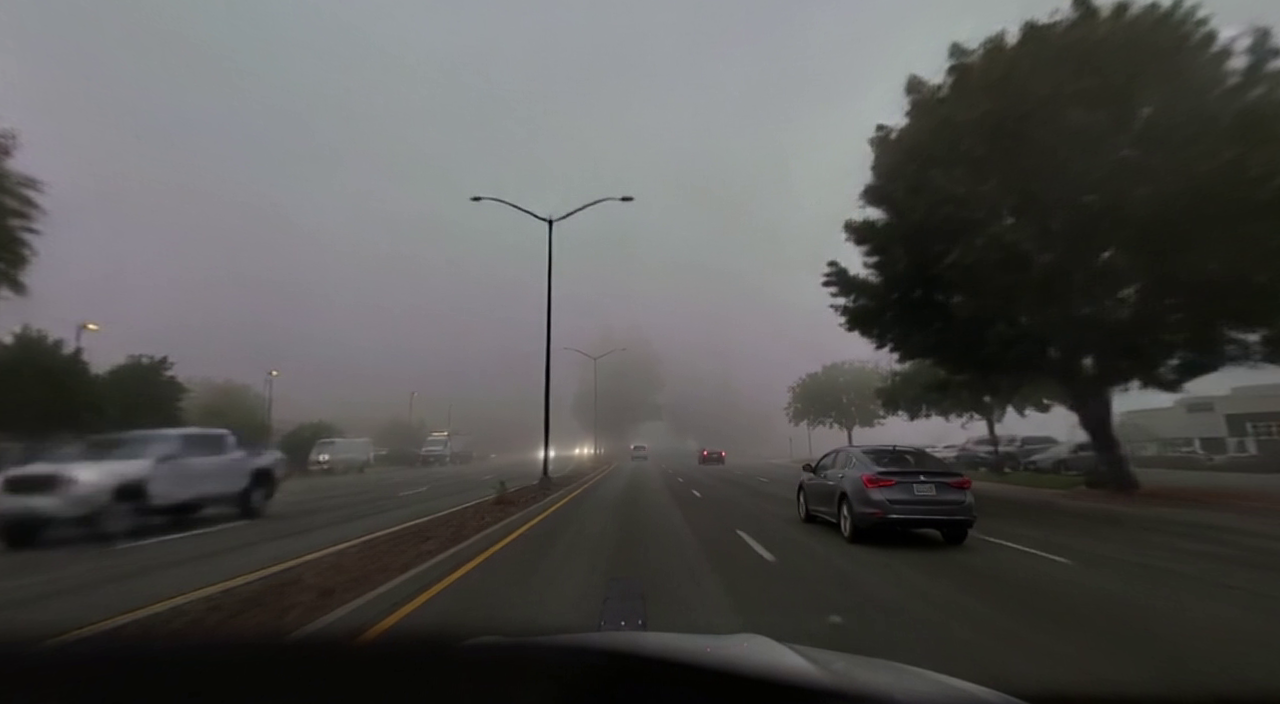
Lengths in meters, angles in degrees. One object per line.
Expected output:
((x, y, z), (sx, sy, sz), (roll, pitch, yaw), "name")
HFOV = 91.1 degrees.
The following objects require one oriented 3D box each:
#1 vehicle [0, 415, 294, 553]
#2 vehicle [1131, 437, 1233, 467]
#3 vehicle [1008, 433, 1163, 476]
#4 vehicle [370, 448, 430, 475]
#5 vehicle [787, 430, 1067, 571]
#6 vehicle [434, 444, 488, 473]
((-8.553, 2.149, 10.989), (2.156, 1.838, 4.945), (0, -9, 0), "vehicle")
((32.186, 5.931, 37.347), (4.394, 1.681, 2.009), (1, -8, -5), "vehicle")
((17.543, 4.042, 24.907), (4.537, 1.629, 2.094), (0, -9, -1), "vehicle")
((-15.134, 6.922, 39.925), (1.936, 1.612, 4.585), (0, -8, 1), "vehicle")
((3.605, 1.930, 8.998), (1.935, 1.501, 4.384), (0, -8, 0), "vehicle")
((-11.774, 7.010, 41.615), (2.145, 1.807, 4.486), (0, -9, 1), "vehicle")
